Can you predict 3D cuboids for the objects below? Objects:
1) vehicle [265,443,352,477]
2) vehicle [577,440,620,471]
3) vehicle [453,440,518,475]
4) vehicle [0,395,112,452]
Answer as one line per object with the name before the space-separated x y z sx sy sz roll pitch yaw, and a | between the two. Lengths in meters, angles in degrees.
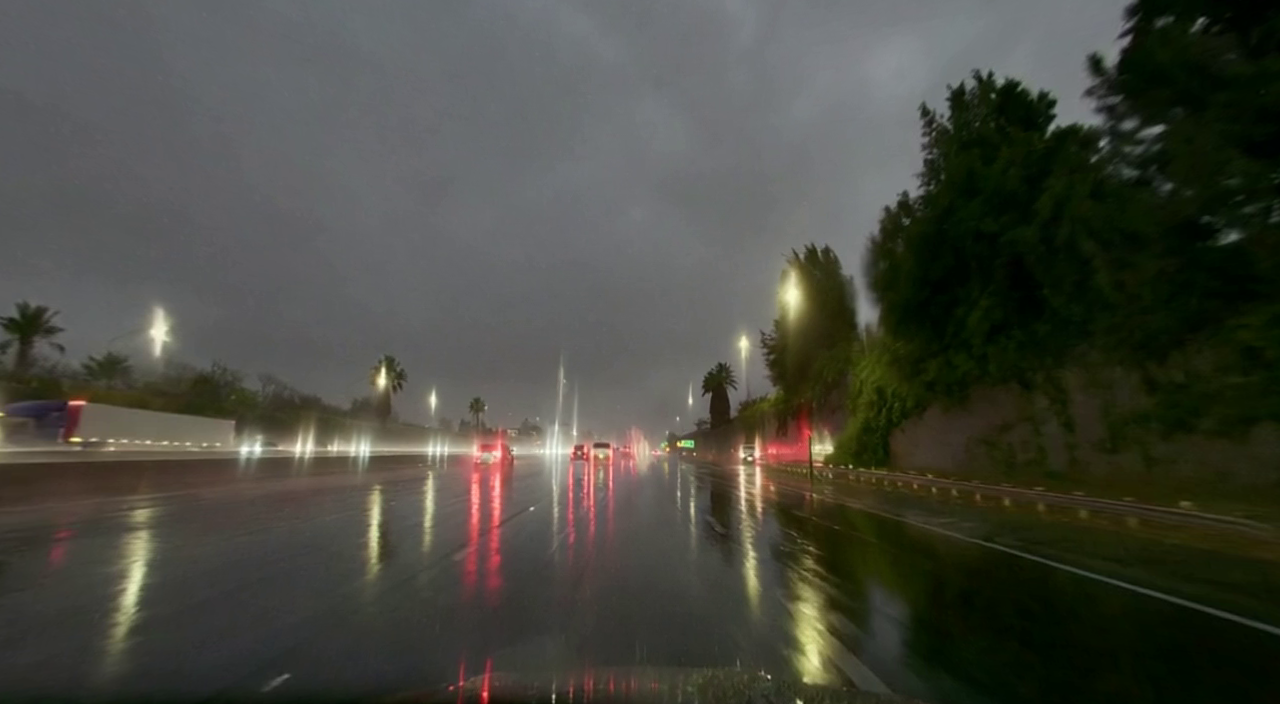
vehicle | -16.969 5.523 32.606 1.916 1.610 4.445 0 -9 2
vehicle | -2.249 5.829 35.710 2.201 1.672 4.128 0 -9 -1
vehicle | -7.835 5.393 32.471 2.204 1.677 4.438 0 -9 0
vehicle | -40.421 4.949 42.625 2.972 3.490 7.172 -1 -9 4
